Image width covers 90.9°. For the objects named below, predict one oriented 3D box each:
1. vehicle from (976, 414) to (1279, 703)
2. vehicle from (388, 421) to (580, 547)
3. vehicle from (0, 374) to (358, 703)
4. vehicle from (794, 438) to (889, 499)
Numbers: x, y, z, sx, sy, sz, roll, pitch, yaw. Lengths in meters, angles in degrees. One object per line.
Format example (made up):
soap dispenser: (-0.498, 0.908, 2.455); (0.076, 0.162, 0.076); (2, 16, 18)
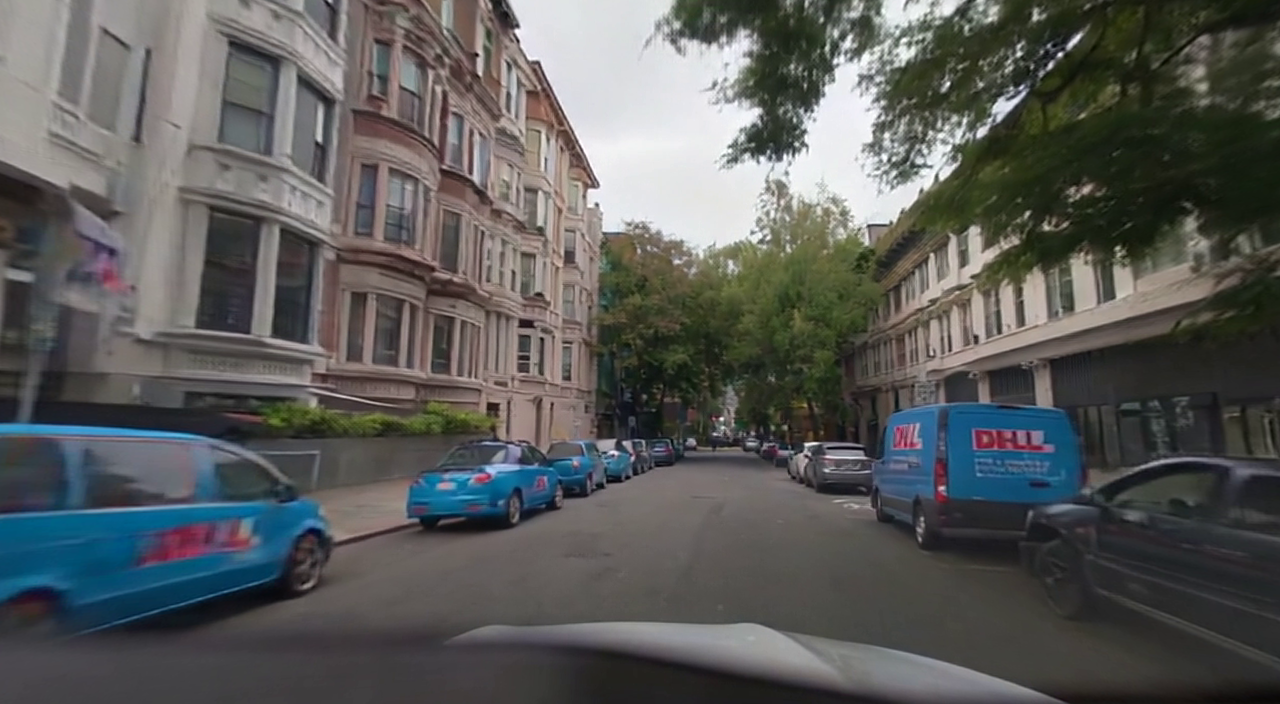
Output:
vehicle: (3.984, 1.164, 3.786); (1.834, 1.508, 4.743); (-1, -8, 7)
vehicle: (-2.362, 2.026, 10.691); (1.867, 1.519, 3.920); (1, -4, 6)
vehicle: (-3.552, 1.073, 3.988); (1.875, 1.564, 2.982); (-2, -8, 7)
vehicle: (5.694, 3.277, 18.249); (1.896, 1.549, 3.845); (-1, -8, 7)
